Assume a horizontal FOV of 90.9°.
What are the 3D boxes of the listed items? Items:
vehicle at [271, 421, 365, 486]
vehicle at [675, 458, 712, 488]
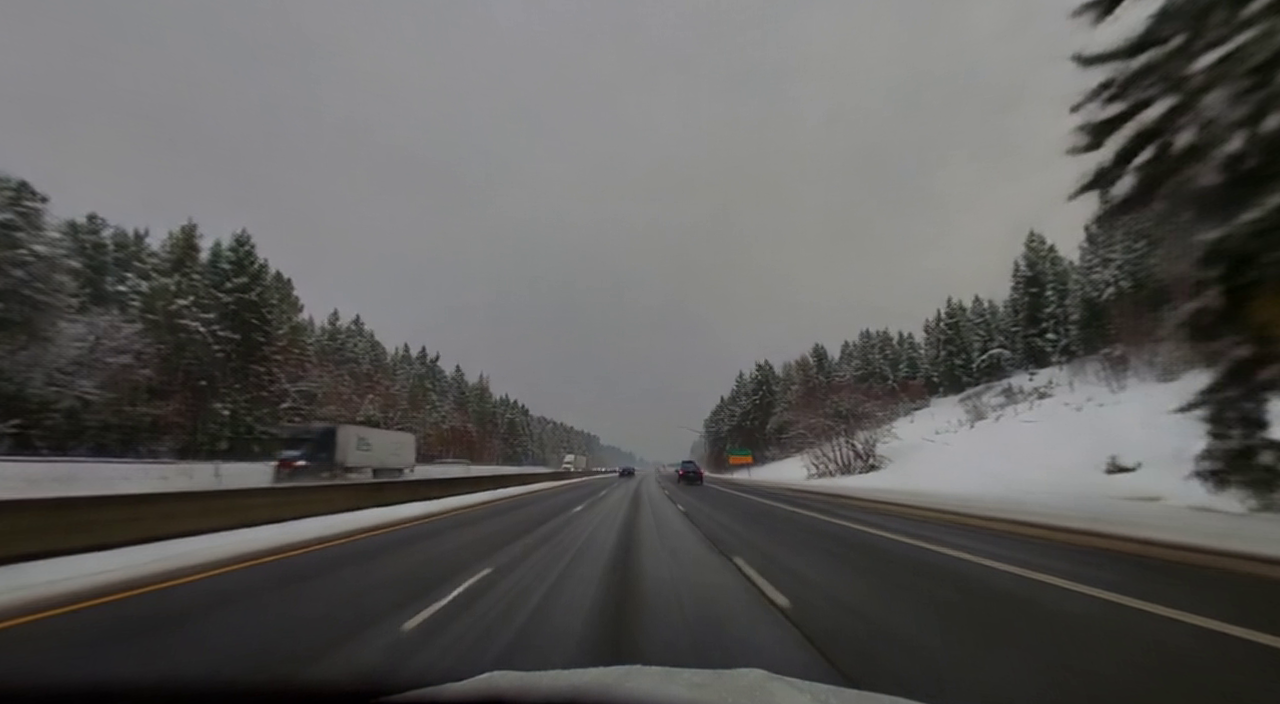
[{"bbox_3d":[-21.733,6.991,42.978,3.009,4.028,5.845,1,-10,1],"label":"vehicle"},{"bbox_3d":[3.615,8.304,43.398,2.093,1.933,4.623,1,-10,0],"label":"vehicle"}]
